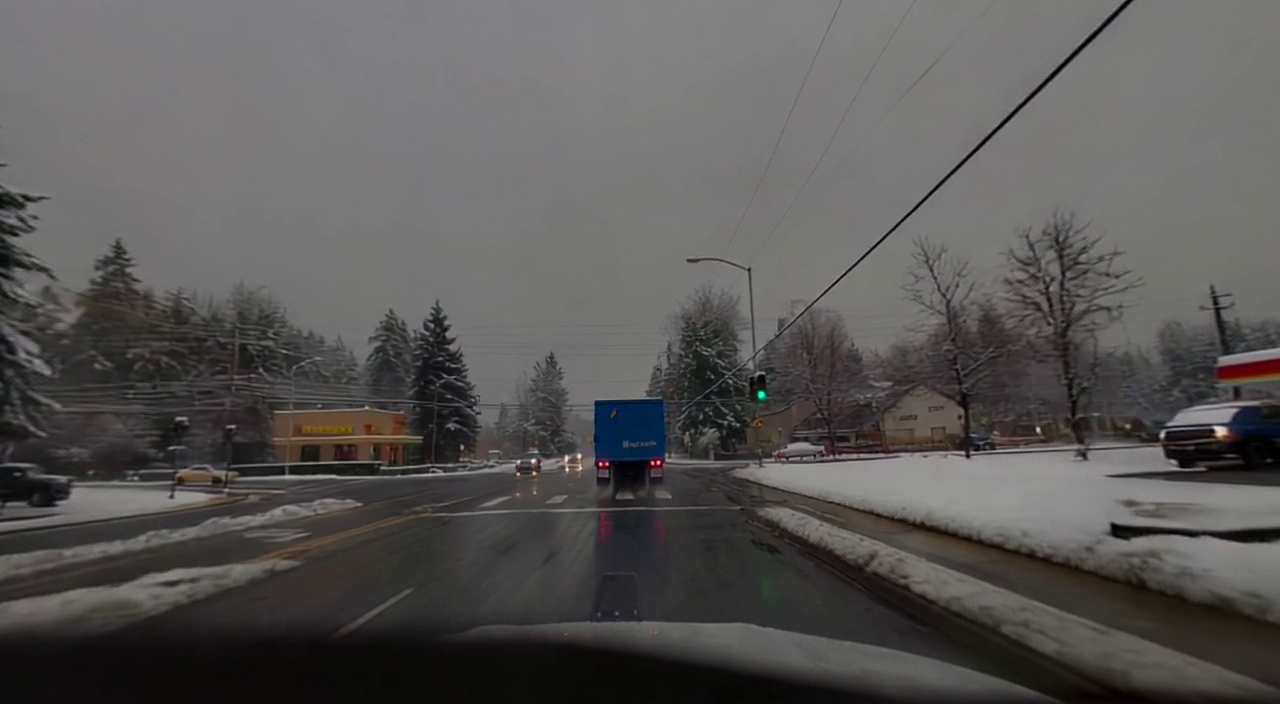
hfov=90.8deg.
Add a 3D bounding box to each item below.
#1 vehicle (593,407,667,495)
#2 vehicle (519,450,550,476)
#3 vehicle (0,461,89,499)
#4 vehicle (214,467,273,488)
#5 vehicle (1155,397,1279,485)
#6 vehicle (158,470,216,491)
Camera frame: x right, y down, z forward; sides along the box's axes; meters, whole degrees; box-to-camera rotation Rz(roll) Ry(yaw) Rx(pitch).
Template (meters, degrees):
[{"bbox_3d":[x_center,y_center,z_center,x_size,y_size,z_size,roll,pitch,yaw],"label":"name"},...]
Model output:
[{"bbox_3d":[-0.221,3.795,24.528,2.463,2.954,5.938,0,-8,3],"label":"vehicle"},{"bbox_3d":[-7.519,7.863,45.021,1.997,1.679,4.263,1,-9,-9],"label":"vehicle"},{"bbox_3d":[-28.173,5.772,28.675,4.303,1.567,2.021,5,-10,-29],"label":"vehicle"},{"bbox_3d":[-31.029,9.813,49.618,1.766,1.428,4.337,0,-8,1],"label":"vehicle"},{"bbox_3d":[15.782,2.297,16.249,5.078,1.937,2.326,6,-10,-33],"label":"vehicle"},{"bbox_3d":[-35.736,10.126,49.925,1.834,1.383,3.707,0,-8,0],"label":"vehicle"}]
